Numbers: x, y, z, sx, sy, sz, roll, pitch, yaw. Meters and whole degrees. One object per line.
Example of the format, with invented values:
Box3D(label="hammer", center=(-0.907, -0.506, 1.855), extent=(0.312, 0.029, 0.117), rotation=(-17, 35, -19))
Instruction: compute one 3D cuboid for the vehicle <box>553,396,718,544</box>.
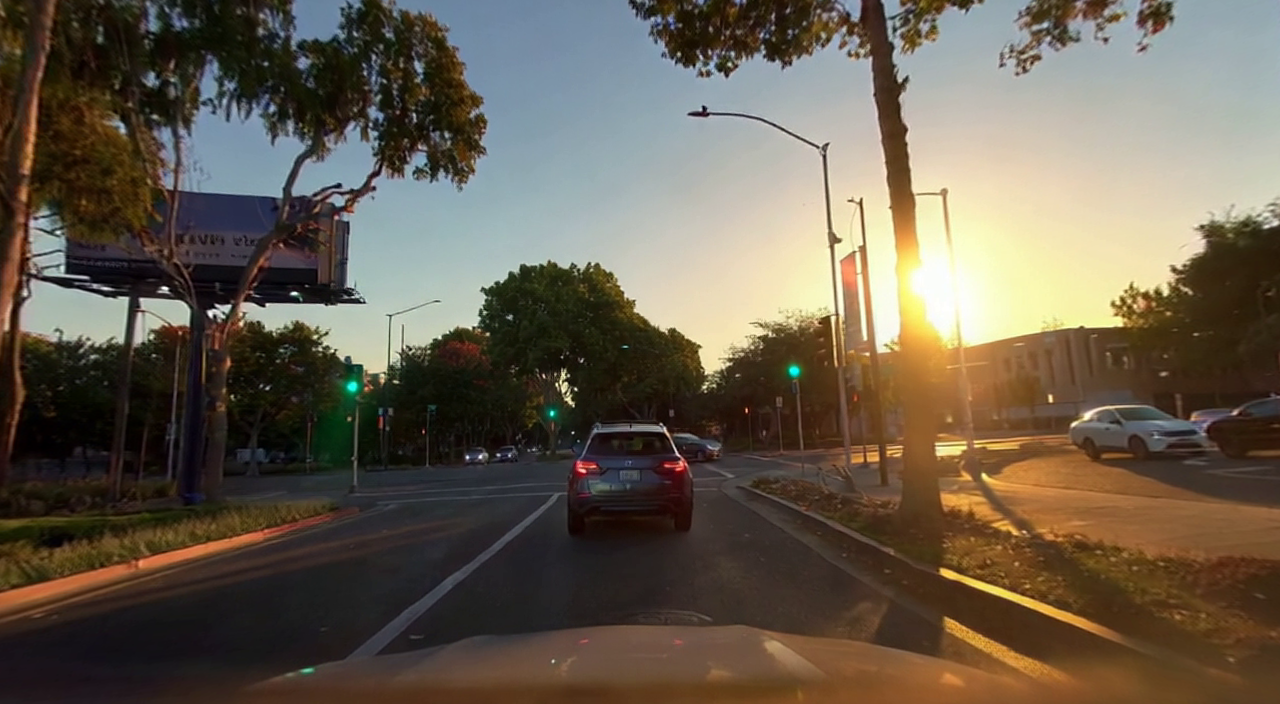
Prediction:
Box3D(label="vehicle", center=(-0.083, 1.818, 10.218), extent=(2.142, 1.904, 3.816), rotation=(0, -8, -1))
